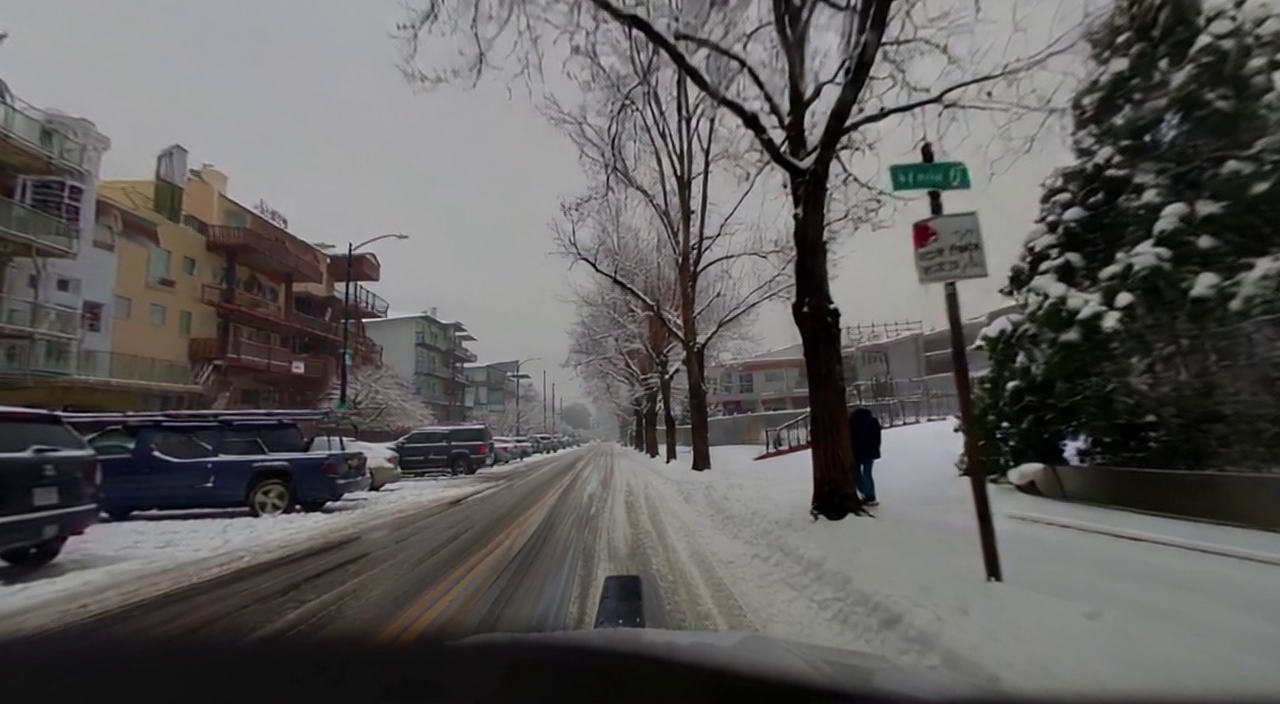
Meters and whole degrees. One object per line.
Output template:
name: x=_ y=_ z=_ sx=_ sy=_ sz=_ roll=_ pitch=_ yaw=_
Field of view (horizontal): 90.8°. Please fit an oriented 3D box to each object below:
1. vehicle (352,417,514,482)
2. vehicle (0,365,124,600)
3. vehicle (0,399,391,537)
vehicle: x=-8.106 y=3.902 z=25.337 sx=5.592 sy=2.439 sz=2.515 roll=0 pitch=-9 yaw=-3
vehicle: x=-7.518 y=1.206 z=5.490 sx=4.254 sy=1.953 sz=2.097 roll=-2 pitch=-5 yaw=-4
vehicle: x=-7.809 y=2.000 z=11.192 sx=5.824 sy=2.125 sz=2.233 roll=1 pitch=-9 yaw=-5
